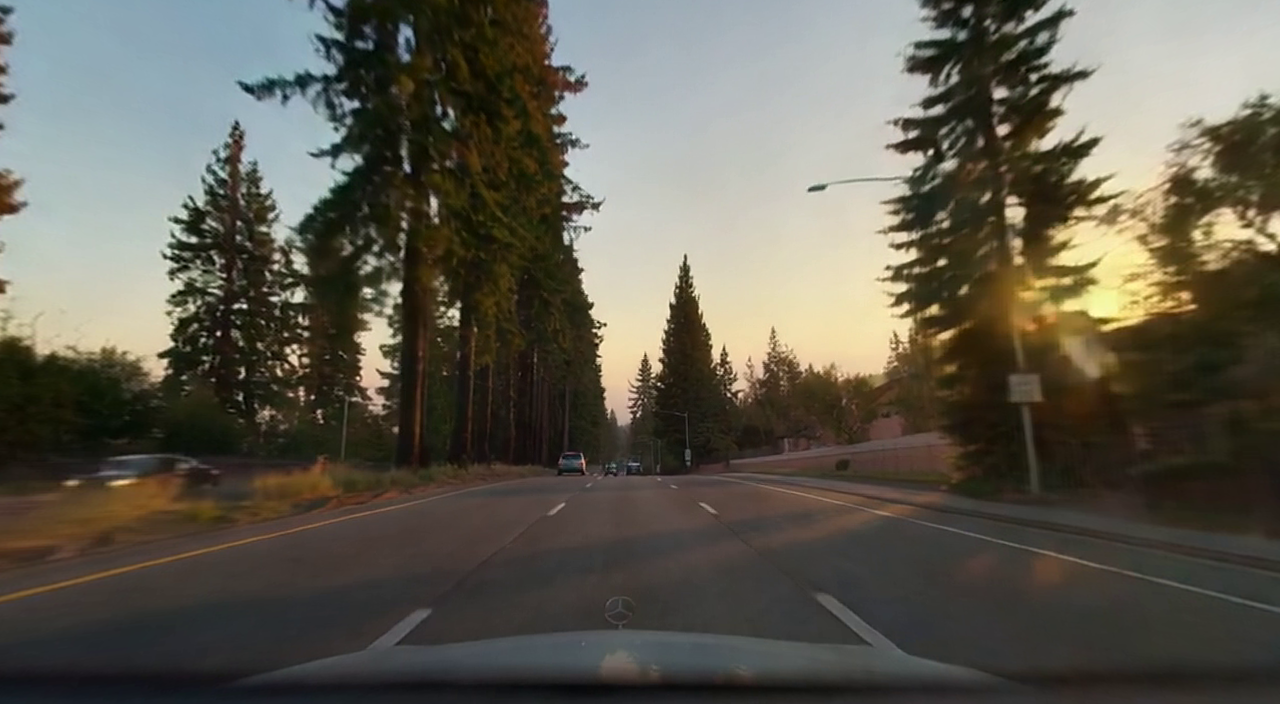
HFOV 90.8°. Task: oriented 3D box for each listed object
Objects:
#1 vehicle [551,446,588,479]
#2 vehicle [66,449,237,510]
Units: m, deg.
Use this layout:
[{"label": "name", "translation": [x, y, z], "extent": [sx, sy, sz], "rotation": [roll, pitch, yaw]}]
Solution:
[{"label": "vehicle", "translation": [-5.138, 8.081, 46.649], "extent": [2.323, 2.252, 4.808], "rotation": [0, -8, -2]}, {"label": "vehicle", "translation": [-16.321, 4.222, 21.542], "extent": [2.069, 1.776, 4.803], "rotation": [0, -8, -2]}]
